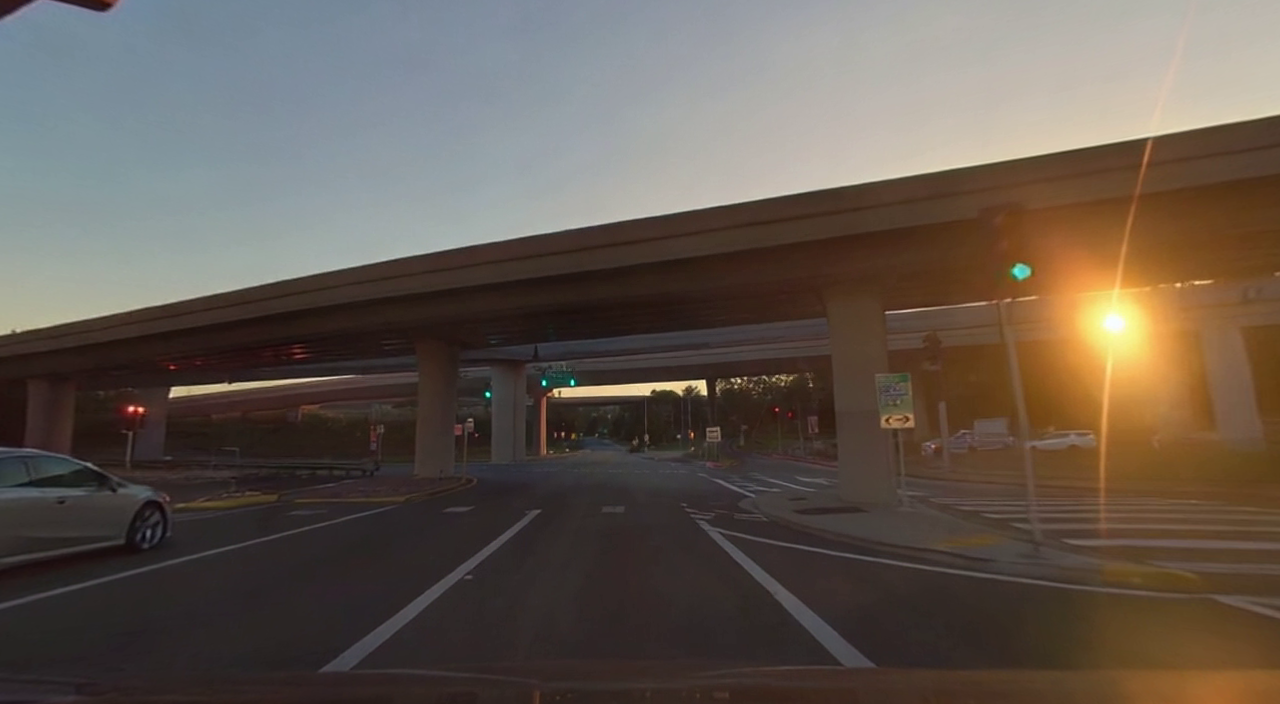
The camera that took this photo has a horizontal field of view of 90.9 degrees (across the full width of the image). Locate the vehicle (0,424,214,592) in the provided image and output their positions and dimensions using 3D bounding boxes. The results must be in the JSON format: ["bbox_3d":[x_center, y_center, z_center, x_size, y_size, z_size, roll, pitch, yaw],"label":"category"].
[{"bbox_3d":[-7.511,1.721,7.391,2.108,1.670,4.235,0,-8,-1],"label":"vehicle"}]
